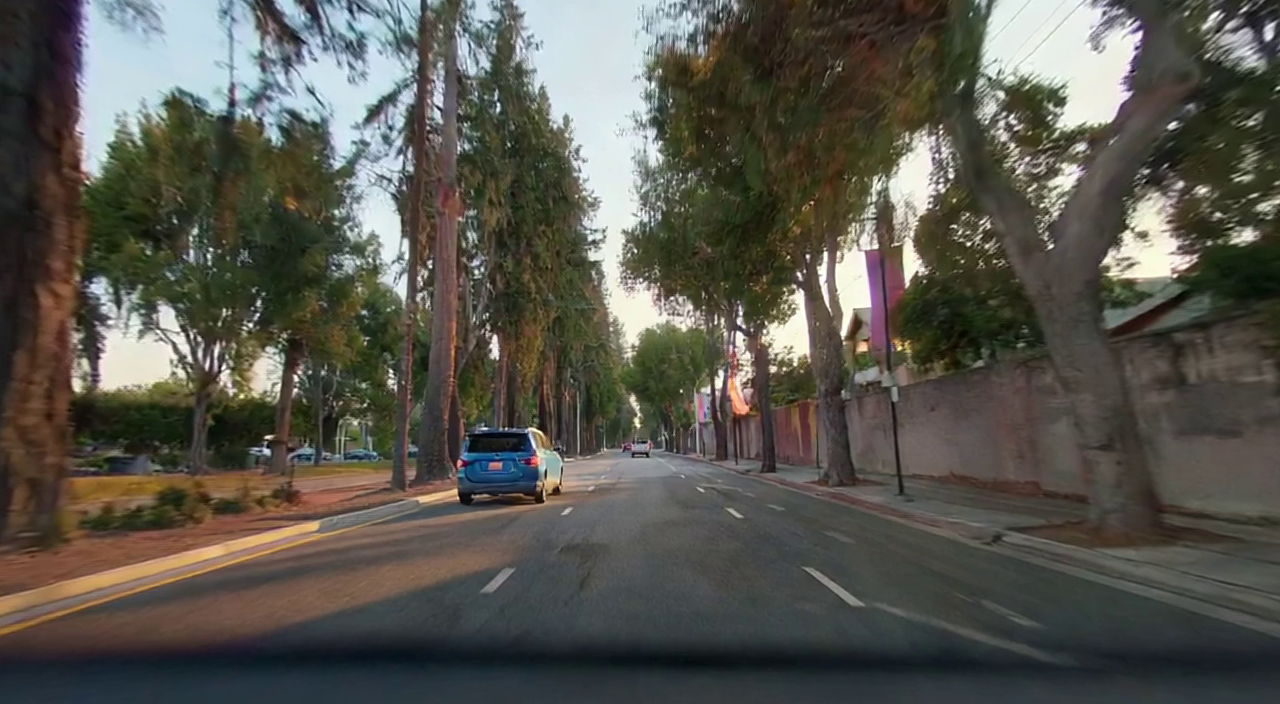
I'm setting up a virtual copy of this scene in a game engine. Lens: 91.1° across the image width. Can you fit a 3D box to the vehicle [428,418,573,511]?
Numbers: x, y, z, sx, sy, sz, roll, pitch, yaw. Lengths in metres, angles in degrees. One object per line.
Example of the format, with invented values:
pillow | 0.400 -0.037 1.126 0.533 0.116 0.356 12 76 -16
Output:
vehicle | -3.053 2.618 15.030 2.281 1.837 4.845 0 -8 1
